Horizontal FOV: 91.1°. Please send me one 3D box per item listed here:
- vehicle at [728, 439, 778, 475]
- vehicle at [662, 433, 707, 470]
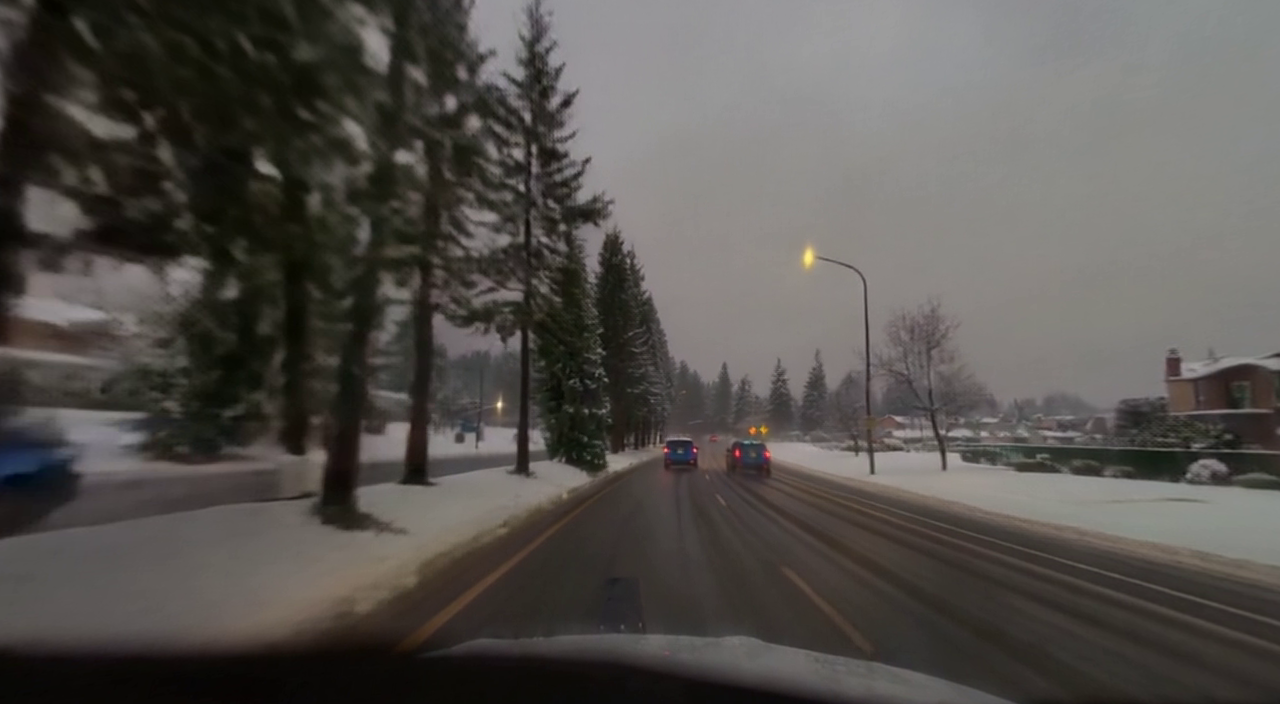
[{"bbox_3d":[5.600,5.271,31.641,1.971,1.663,4.287,0,-9,3],"label":"vehicle"},{"bbox_3d":[2.372,5.295,33.477,2.251,1.822,4.391,-1,-9,4],"label":"vehicle"}]
